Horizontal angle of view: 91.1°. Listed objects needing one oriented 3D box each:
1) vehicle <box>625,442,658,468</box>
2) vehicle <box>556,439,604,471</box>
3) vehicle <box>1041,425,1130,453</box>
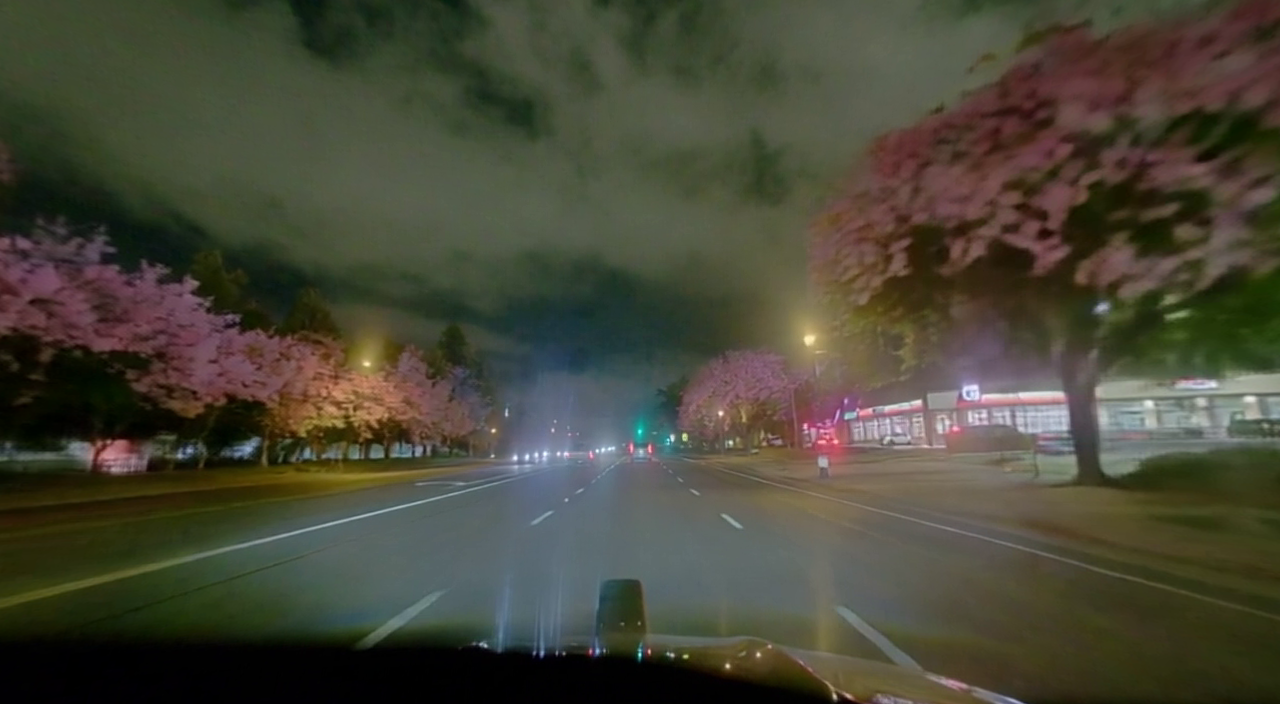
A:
[{"bbox_3d":[0.095,7.163,43.774,2.149,1.701,4.379,0,-8,0],"label":"vehicle"},{"bbox_3d":[-3.649,6.387,39.264,2.453,1.844,4.751,0,-8,1],"label":"vehicle"},{"bbox_3d":[25.354,5.007,35.938,1.728,1.443,4.505,0,-8,-1],"label":"vehicle"}]
